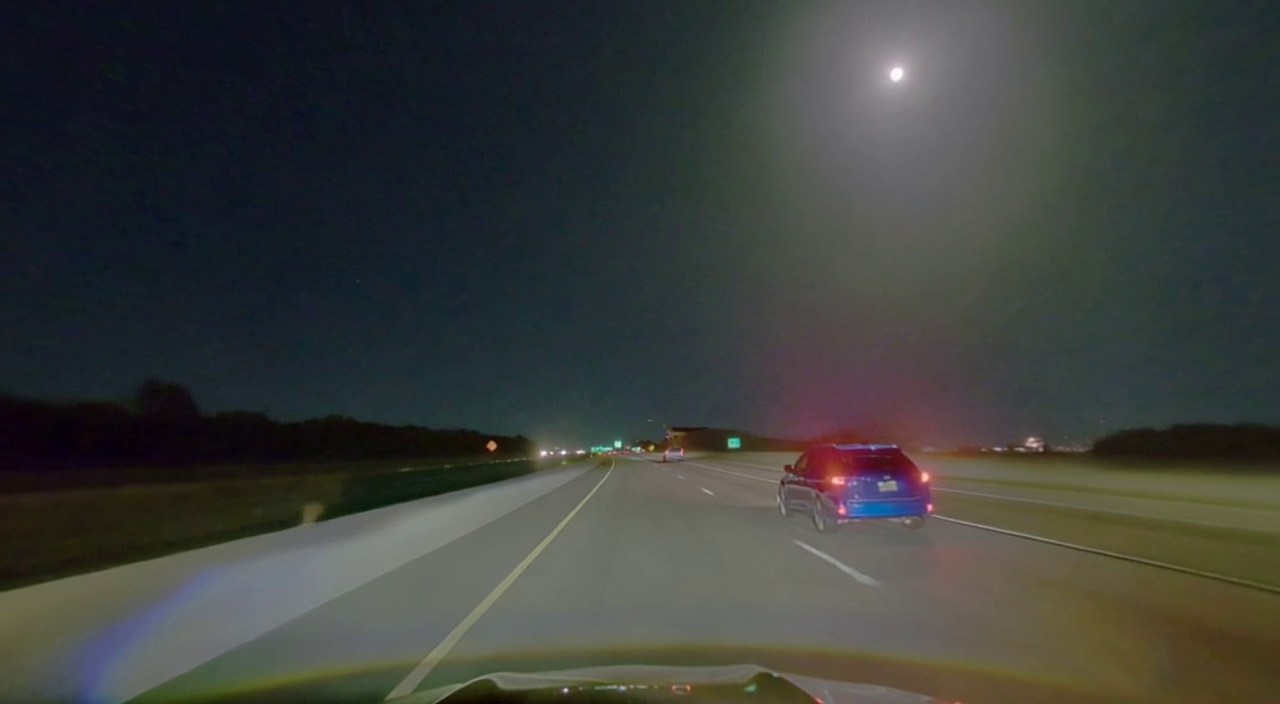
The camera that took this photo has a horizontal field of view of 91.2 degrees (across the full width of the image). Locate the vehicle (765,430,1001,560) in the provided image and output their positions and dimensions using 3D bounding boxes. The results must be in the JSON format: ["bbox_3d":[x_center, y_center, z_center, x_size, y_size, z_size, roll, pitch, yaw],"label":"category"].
[{"bbox_3d":[3.485,2.135,10.067,2.002,1.604,4.265,0,-9,-1],"label":"vehicle"}]
